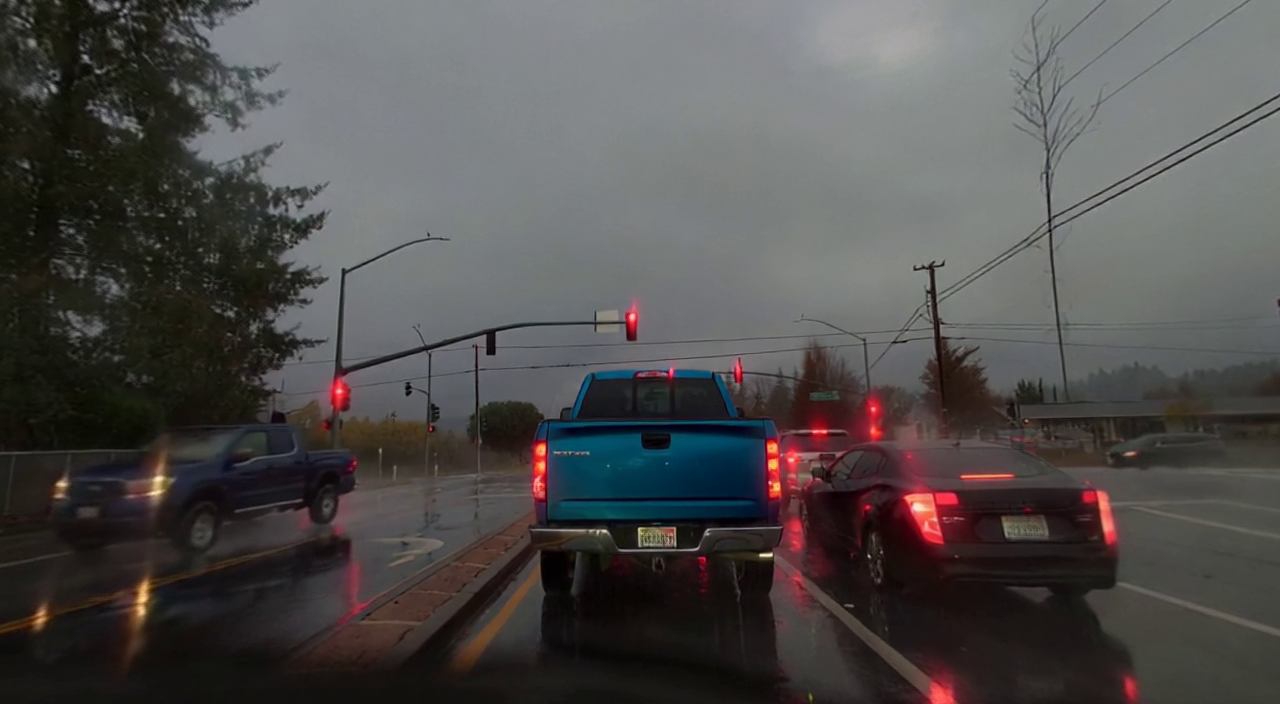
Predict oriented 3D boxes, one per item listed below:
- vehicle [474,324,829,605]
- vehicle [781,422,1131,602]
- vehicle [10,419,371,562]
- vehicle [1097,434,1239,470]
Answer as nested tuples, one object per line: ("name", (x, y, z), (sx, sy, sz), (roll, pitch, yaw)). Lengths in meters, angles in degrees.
("vehicle", (0.099, 1.343, 8.236), (2.831, 2.284, 6.149), (0, -8, 0))
("vehicle", (3.114, 1.645, 7.380), (1.993, 1.495, 4.060), (0, -8, 0))
("vehicle", (-7.458, 2.330, 11.539), (2.455, 1.971, 5.329), (-1, -8, 3))
("vehicle", (26.279, 4.992, 31.612), (4.871, 1.673, 2.153), (-2, -9, 14))
